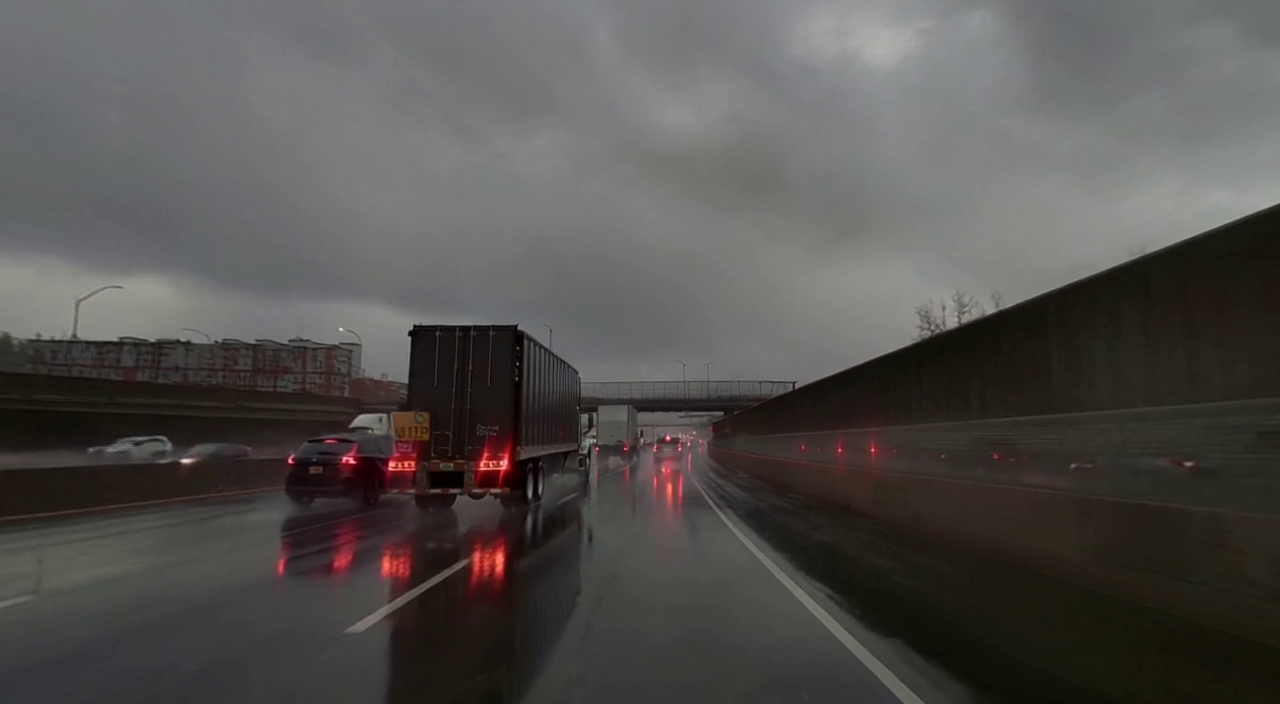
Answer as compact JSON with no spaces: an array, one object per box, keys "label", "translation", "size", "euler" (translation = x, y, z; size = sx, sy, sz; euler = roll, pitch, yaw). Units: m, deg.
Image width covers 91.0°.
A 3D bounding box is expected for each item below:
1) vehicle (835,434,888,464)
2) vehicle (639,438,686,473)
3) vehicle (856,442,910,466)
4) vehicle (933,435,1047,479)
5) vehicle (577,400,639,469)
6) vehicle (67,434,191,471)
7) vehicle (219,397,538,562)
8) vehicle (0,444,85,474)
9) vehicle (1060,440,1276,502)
[{"label":"vehicle","translation":[16.170,7.129,46.387],"size":[2.241,2.052,5.864],"euler":[-1,-9,5]},{"label":"vehicle","translation":[1.171,5.154,31.479],"size":[2.178,1.640,4.071],"euler":[-1,-9,3]},{"label":"vehicle","translation":[15.614,6.588,40.695],"size":[1.859,1.452,4.749],"euler":[-1,-9,4]},{"label":"vehicle","translation":[14.580,4.406,26.641],"size":[2.237,1.656,4.676],"euler":[0,-9,2]},{"label":"vehicle","translation":[-1.838,5.432,40.918],"size":[3.073,3.894,9.782],"euler":[-1,-9,3]},{"label":"vehicle","translation":[-28.978,5.740,36.019],"size":[2.153,1.942,5.556],"euler":[-1,-9,4]},{"label":"vehicle","translation":[-3.290,1.706,8.996],"size":[2.896,1.779,3.441],"euler":[1,-8,3]},{"label":"vehicle","translation":[-32.425,5.690,33.734],"size":[1.694,1.522,3.815],"euler":[-1,-9,3]},{"label":"vehicle","translation":[14.158,3.188,17.403],"size":[1.872,1.454,4.908],"euler":[-1,-9,2]}]
